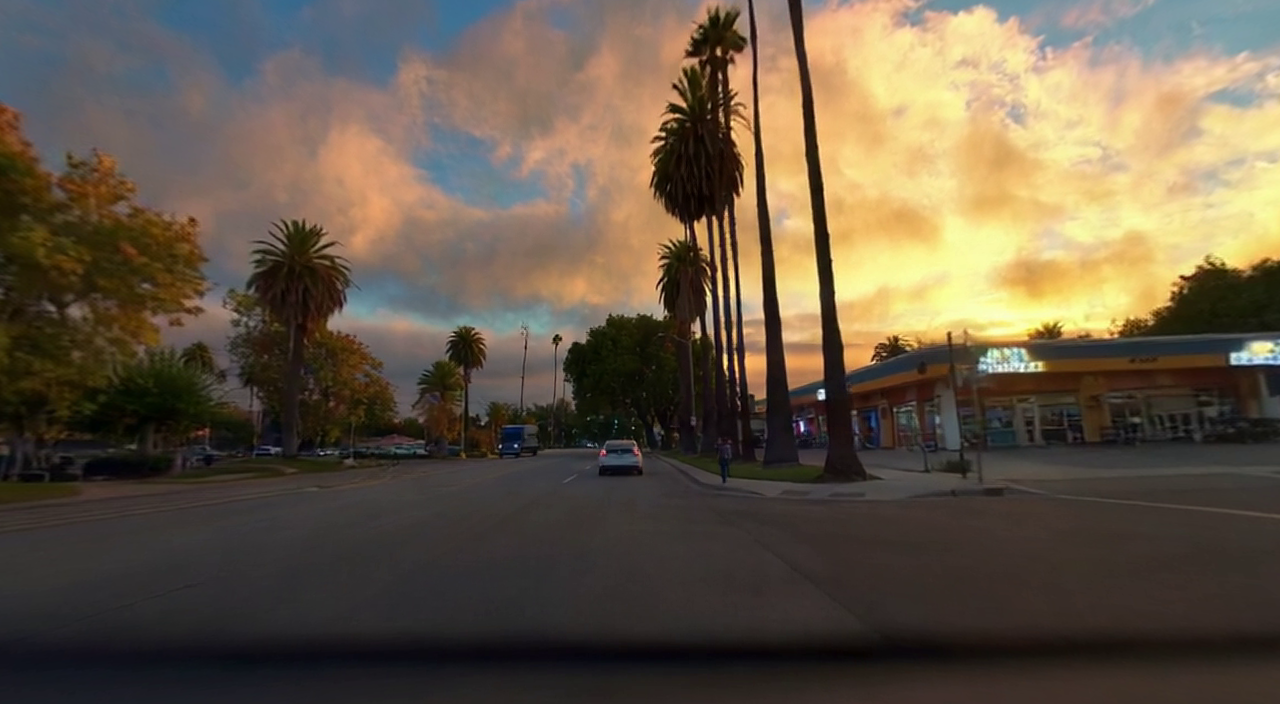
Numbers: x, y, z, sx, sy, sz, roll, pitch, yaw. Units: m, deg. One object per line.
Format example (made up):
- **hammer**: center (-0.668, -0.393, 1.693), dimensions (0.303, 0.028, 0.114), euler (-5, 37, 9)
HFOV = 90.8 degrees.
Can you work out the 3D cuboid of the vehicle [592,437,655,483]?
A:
- **vehicle**: center (-0.578, 3.826, 22.786), dimensions (2.076, 1.486, 4.119), euler (0, -8, -1)
